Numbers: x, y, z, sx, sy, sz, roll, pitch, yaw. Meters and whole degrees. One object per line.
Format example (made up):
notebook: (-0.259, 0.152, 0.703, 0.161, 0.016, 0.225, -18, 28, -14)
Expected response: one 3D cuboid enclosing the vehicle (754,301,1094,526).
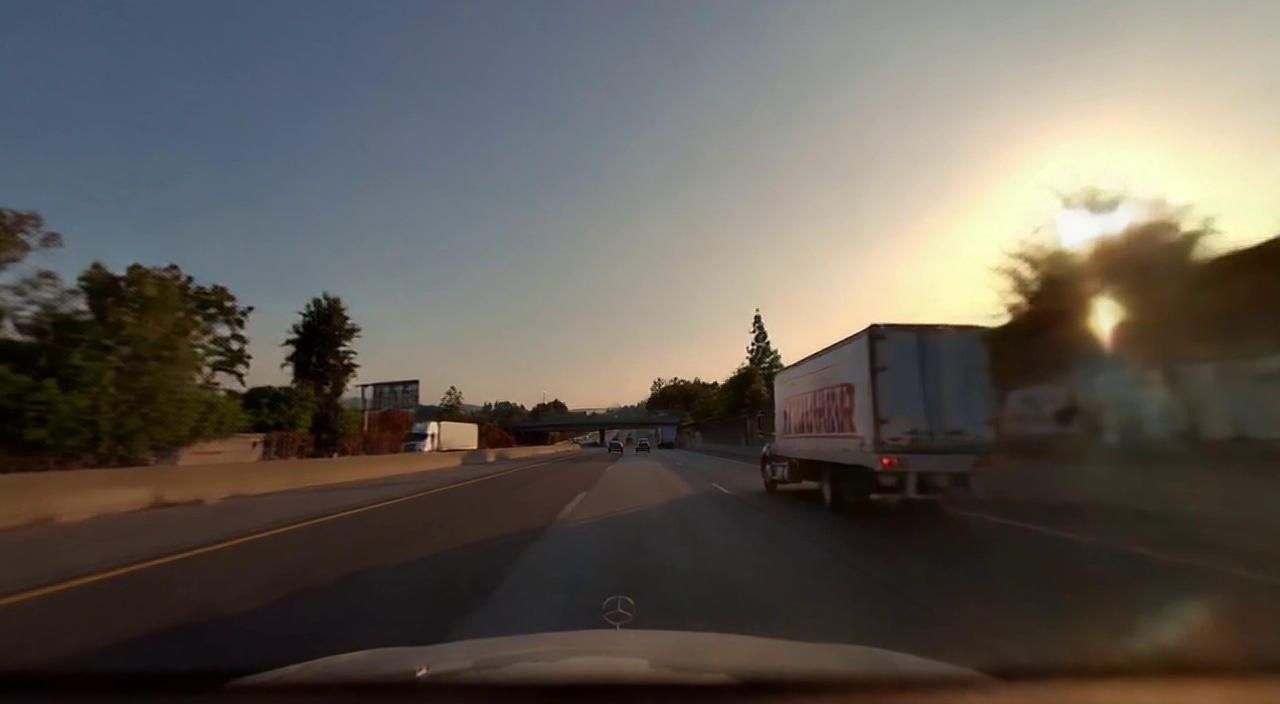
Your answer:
vehicle: (5.312, 1.634, 15.033, 2.949, 3.470, 10.539, 0, -8, -1)
